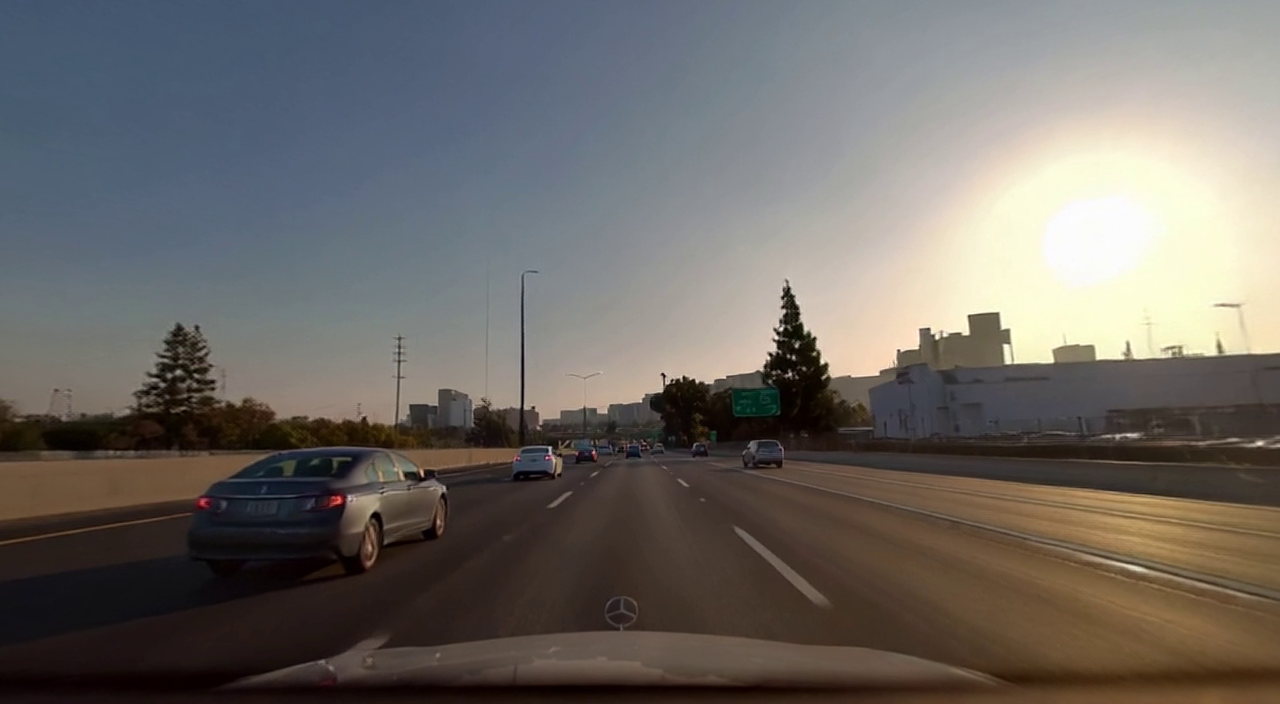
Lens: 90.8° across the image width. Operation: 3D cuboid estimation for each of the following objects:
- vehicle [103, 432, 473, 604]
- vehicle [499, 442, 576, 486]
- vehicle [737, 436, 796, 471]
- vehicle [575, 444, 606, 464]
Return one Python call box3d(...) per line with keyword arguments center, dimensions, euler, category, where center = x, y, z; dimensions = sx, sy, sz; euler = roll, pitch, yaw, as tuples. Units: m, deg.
box3d(center=(-3.568, 1.738, 7.566), dimensions=(1.959, 1.433, 4.291), euler=(0, -9, 0), category="vehicle")
box3d(center=(-3.672, 4.107, 23.497), dimensions=(2.047, 1.469, 4.614), euler=(0, -9, 1), category="vehicle")
box3d(center=(6.835, 5.539, 34.741), dimensions=(2.147, 1.769, 4.666), euler=(0, -9, -1), category="vehicle")
box3d(center=(-3.836, 7.938, 49.288), dimensions=(2.078, 1.464, 4.093), euler=(0, -9, 0), category="vehicle")
